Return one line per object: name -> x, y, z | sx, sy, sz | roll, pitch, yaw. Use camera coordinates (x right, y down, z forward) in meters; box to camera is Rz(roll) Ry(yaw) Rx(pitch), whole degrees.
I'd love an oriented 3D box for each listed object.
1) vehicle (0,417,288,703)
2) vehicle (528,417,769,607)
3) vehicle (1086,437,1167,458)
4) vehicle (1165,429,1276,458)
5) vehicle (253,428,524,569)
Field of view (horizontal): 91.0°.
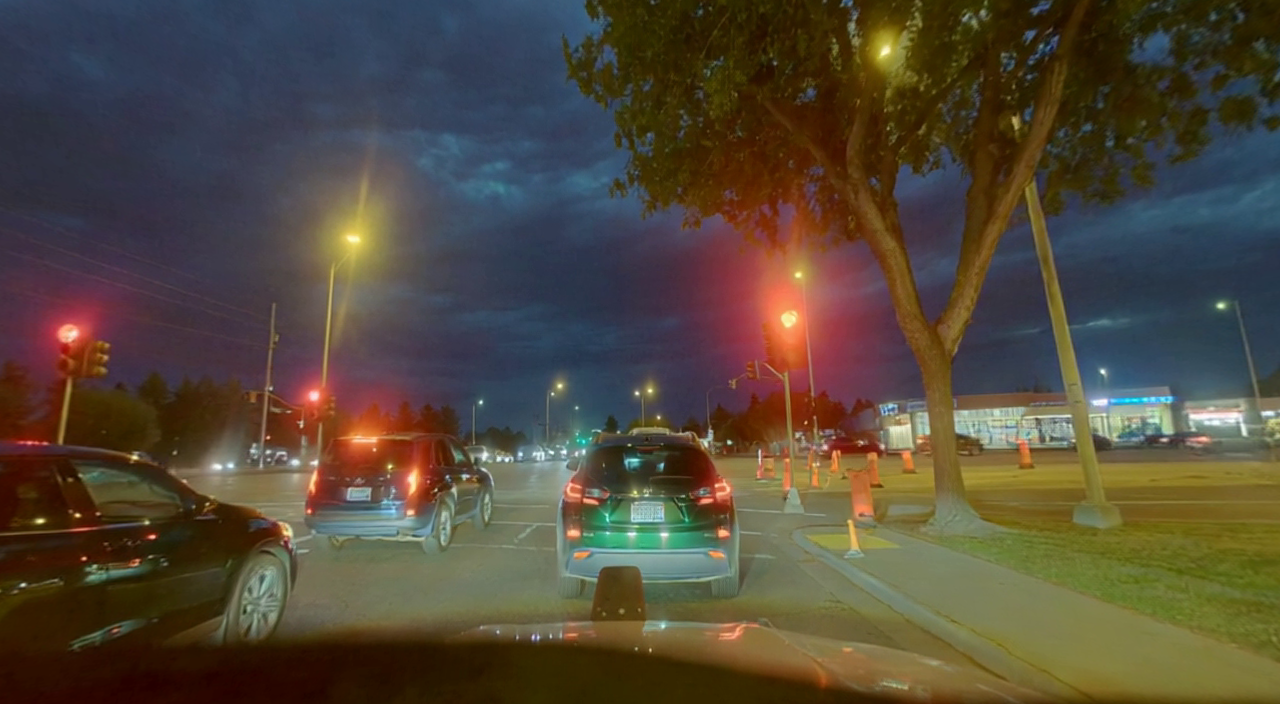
vehicle -> -3.593, 0.947, 2.144 | 1.964, 1.497, 4.722 | 0, -9, 1
vehicle -> 0.116, 1.627, 7.207 | 2.021, 1.560, 3.676 | 0, -9, 1
vehicle -> 36.438, 7.170, 47.196 | 4.581, 1.480, 1.752 | 1, -9, 0
vehicle -> 37.529, 5.914, 40.816 | 5.043, 1.759, 2.085 | 0, -9, 1
vehicle -> -3.268, 1.998, 9.439 | 1.989, 1.541, 4.626 | 0, -9, 2
